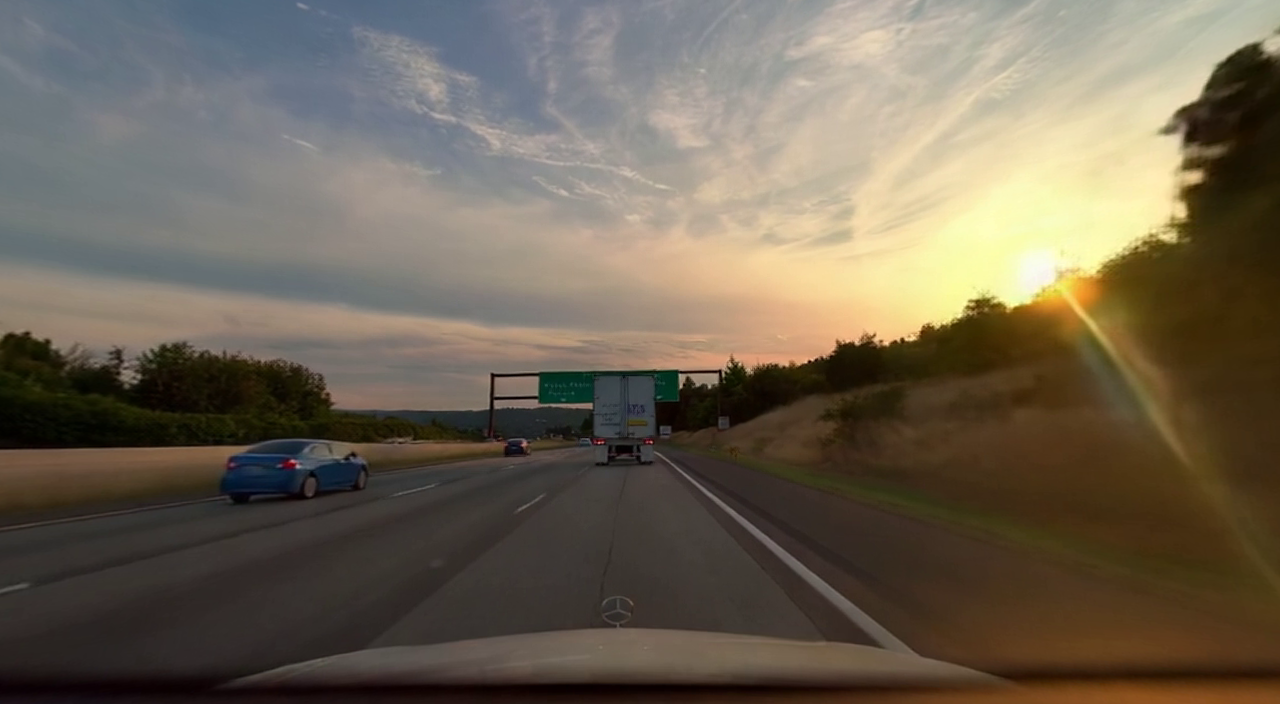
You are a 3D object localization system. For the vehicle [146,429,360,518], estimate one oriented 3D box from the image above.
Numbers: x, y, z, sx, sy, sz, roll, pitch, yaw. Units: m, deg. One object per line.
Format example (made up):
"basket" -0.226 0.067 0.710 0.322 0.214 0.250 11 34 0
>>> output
"vehicle" -7.341 2.292 12.456 1.856 1.479 3.710 0 -8 0

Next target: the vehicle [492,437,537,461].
"vehicle" -7.915 6.126 39.983 1.949 1.437 4.296 0 -8 0

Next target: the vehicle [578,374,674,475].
"vehicle" -0.567 3.347 27.846 3.033 3.223 14.836 1 -8 -1
